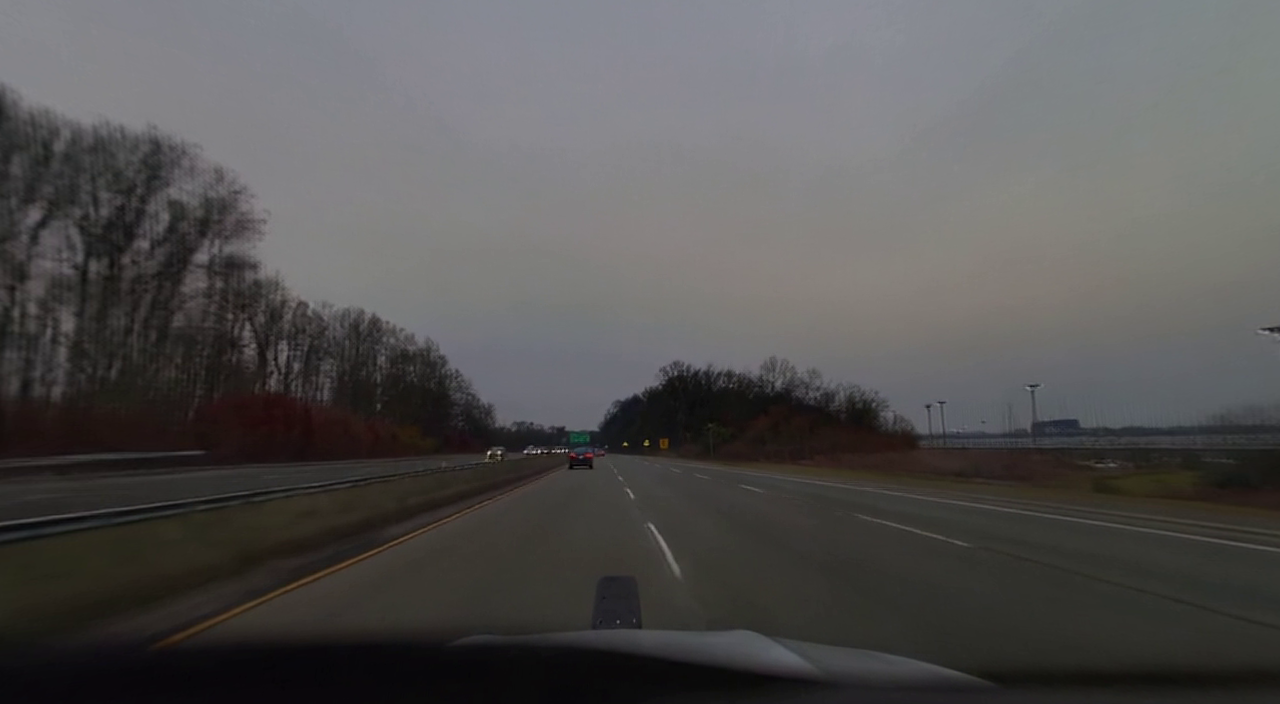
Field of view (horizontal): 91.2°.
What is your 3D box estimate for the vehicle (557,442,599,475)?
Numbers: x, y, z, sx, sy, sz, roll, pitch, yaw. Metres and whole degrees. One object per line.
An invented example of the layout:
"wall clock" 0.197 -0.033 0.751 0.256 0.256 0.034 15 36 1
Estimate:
"vehicle" -3.358 5.833 34.643 2.151 1.693 4.201 0 -9 -4
